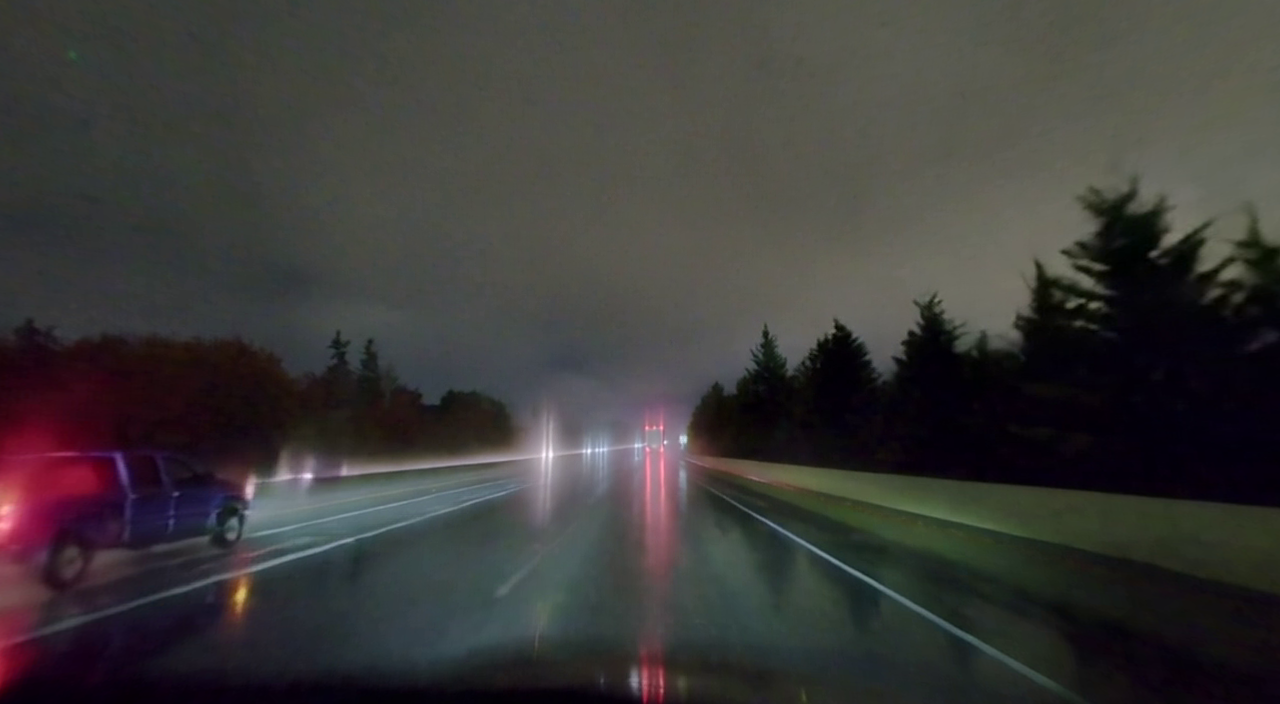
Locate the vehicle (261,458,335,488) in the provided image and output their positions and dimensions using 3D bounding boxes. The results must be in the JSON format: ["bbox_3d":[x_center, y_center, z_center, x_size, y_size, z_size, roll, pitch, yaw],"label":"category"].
[{"bbox_3d":[-18.600,6.563,34.286,1.783,1.480,4.034,0,-9,0],"label":"vehicle"}]

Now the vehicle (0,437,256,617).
[{"bbox_3d":[-6.490,1.715,6.743,1.956,1.538,4.318,0,-9,0],"label":"vehicle"}]
